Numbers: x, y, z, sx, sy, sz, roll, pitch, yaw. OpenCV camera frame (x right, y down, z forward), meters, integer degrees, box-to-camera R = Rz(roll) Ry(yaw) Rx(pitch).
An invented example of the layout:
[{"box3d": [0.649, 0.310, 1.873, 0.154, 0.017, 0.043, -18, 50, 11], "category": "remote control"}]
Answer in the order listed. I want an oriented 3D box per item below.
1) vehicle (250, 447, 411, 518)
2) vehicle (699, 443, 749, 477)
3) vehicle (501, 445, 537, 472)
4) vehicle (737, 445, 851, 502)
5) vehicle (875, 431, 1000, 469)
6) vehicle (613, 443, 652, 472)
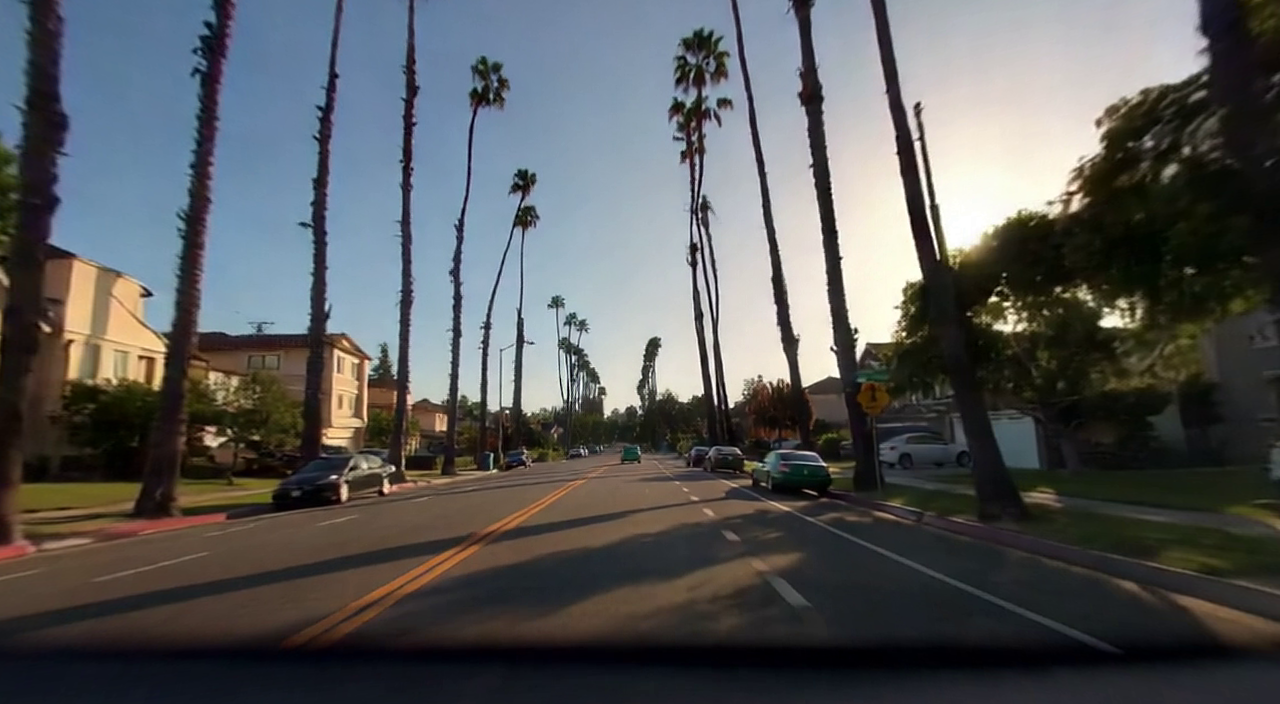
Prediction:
[{"box3d": [-9.005, 3.787, 19.109, 2.181, 1.527, 5.441, -2, -7, 0], "category": "vehicle"}, {"box3d": [4.365, 5.677, 33.669, 2.017, 1.646, 5.389, 0, -8, 1], "category": "vehicle"}, {"box3d": [-9.100, 8.013, 47.676, 1.945, 1.666, 4.107, -3, -6, -1], "category": "vehicle"}, {"box3d": [4.462, 3.594, 19.286, 2.033, 1.495, 5.175, 0, -8, -2], "category": "vehicle"}, {"box3d": [12.545, 4.149, 26.815, 4.288, 1.539, 1.934, 0, -8, -1], "category": "vehicle"}, {"box3d": [-0.426, 5.896, 35.534, 2.098, 1.483, 4.099, 0, -8, -1], "category": "vehicle"}]
